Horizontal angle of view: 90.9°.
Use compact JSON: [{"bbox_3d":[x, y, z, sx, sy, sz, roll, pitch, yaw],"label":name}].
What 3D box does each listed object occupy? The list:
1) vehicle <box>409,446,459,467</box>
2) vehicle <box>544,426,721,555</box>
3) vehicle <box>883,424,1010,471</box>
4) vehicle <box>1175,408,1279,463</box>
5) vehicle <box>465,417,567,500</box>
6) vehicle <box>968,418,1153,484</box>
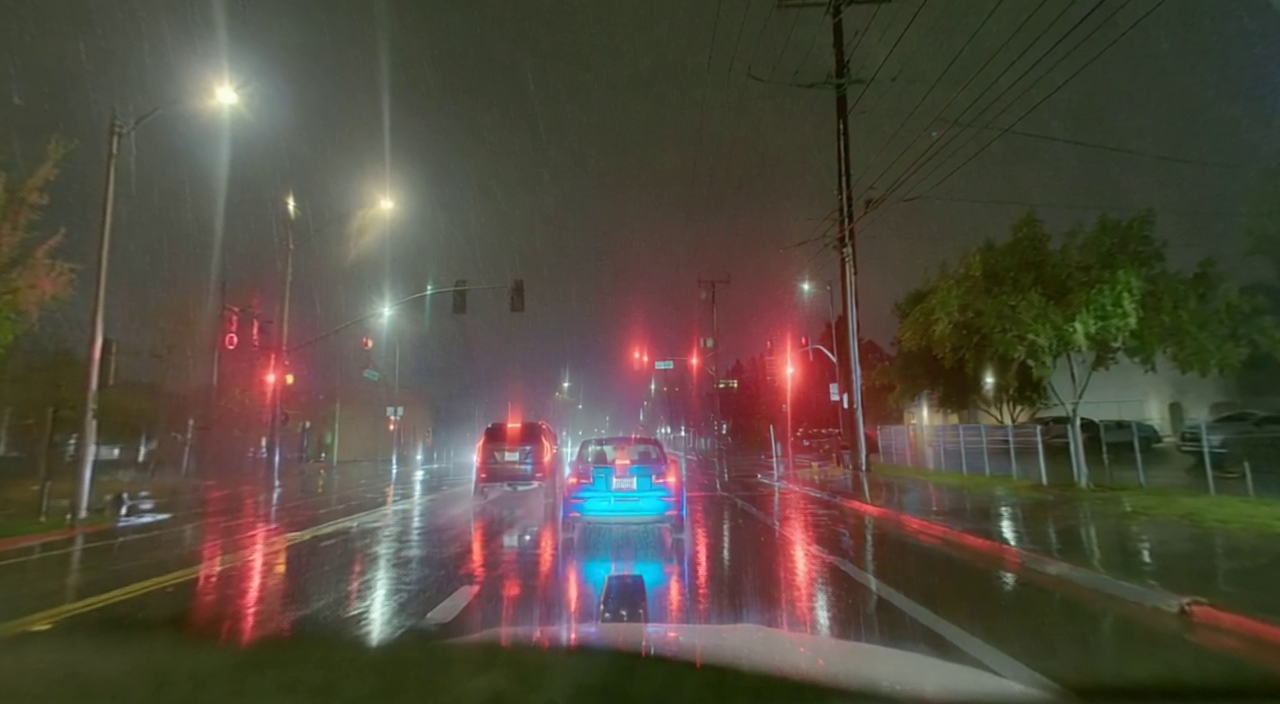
[{"bbox_3d":[-15.568,7.837,47.494,2.111,1.511,4.641,6,-10,-37],"label":"vehicle"},{"bbox_3d":[-0.149,1.927,9.532,2.070,1.481,4.216,0,-8,-2],"label":"vehicle"},{"bbox_3d":[10.631,3.372,22.320,1.842,1.471,4.481,1,-8,-6],"label":"vehicle"},{"bbox_3d":[18.709,2.580,19.294,4.446,1.511,1.977,4,-10,-29],"label":"vehicle"},{"bbox_3d":[-3.079,2.738,16.612,2.106,1.852,4.512,0,-8,-5],"label":"vehicle"},{"bbox_3d":[10.544,2.536,16.293,1.888,1.455,4.268,0,-8,1],"label":"vehicle"}]
